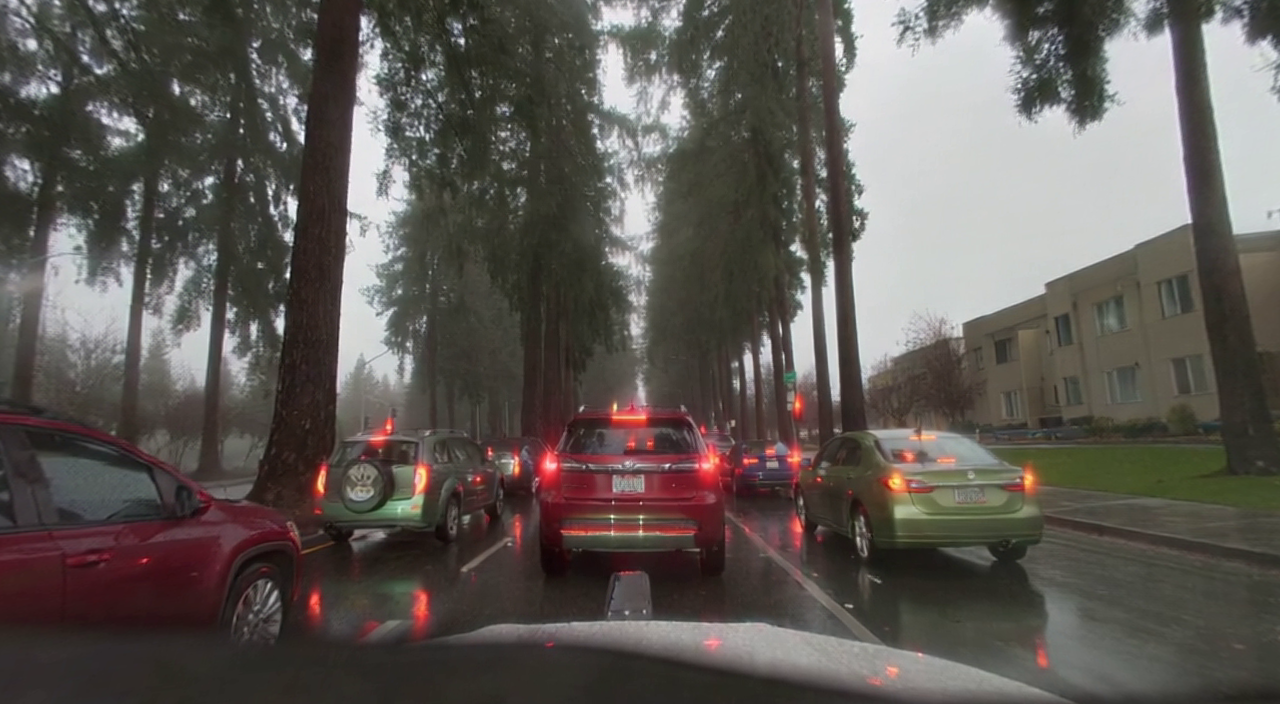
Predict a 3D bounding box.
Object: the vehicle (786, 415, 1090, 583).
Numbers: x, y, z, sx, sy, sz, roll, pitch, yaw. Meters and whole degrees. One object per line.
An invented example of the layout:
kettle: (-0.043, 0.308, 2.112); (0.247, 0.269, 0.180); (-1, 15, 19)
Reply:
vehicle: (3.262, 1.668, 7.864); (1.922, 1.579, 3.642); (0, -8, -1)

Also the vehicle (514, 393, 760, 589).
vehicle: (-0.008, 1.545, 7.732); (2.193, 1.744, 4.033); (0, -8, 1)

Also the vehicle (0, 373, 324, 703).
vehicle: (-3.781, 0.999, 3.302); (1.929, 1.641, 4.193); (0, -8, 2)

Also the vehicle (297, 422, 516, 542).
vehicle: (-3.655, 2.119, 10.919); (2.042, 1.641, 4.314); (0, -8, 1)
